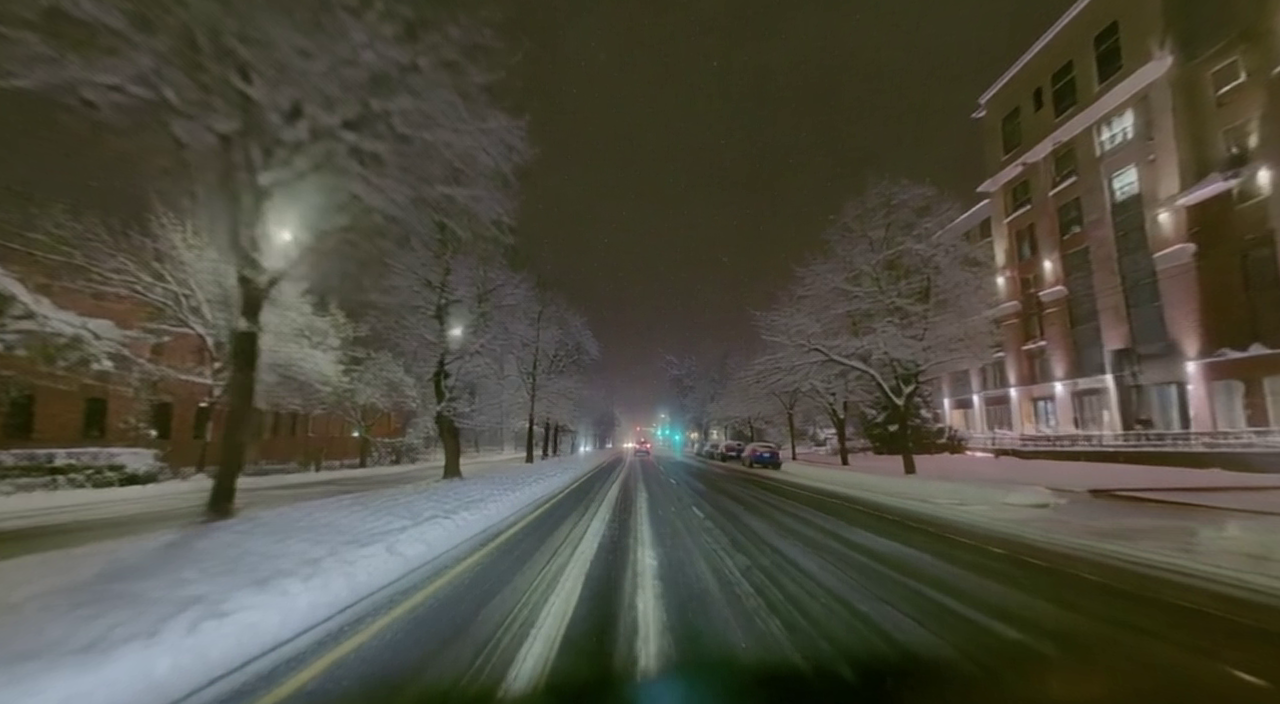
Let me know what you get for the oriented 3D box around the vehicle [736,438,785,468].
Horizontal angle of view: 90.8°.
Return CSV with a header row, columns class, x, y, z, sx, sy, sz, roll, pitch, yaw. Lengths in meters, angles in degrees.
class,x,y,z,sx,sy,sz,roll,pitch,yaw
vehicle,7.801,6.601,41.356,2.167,1.848,4.713,0,-8,-2
